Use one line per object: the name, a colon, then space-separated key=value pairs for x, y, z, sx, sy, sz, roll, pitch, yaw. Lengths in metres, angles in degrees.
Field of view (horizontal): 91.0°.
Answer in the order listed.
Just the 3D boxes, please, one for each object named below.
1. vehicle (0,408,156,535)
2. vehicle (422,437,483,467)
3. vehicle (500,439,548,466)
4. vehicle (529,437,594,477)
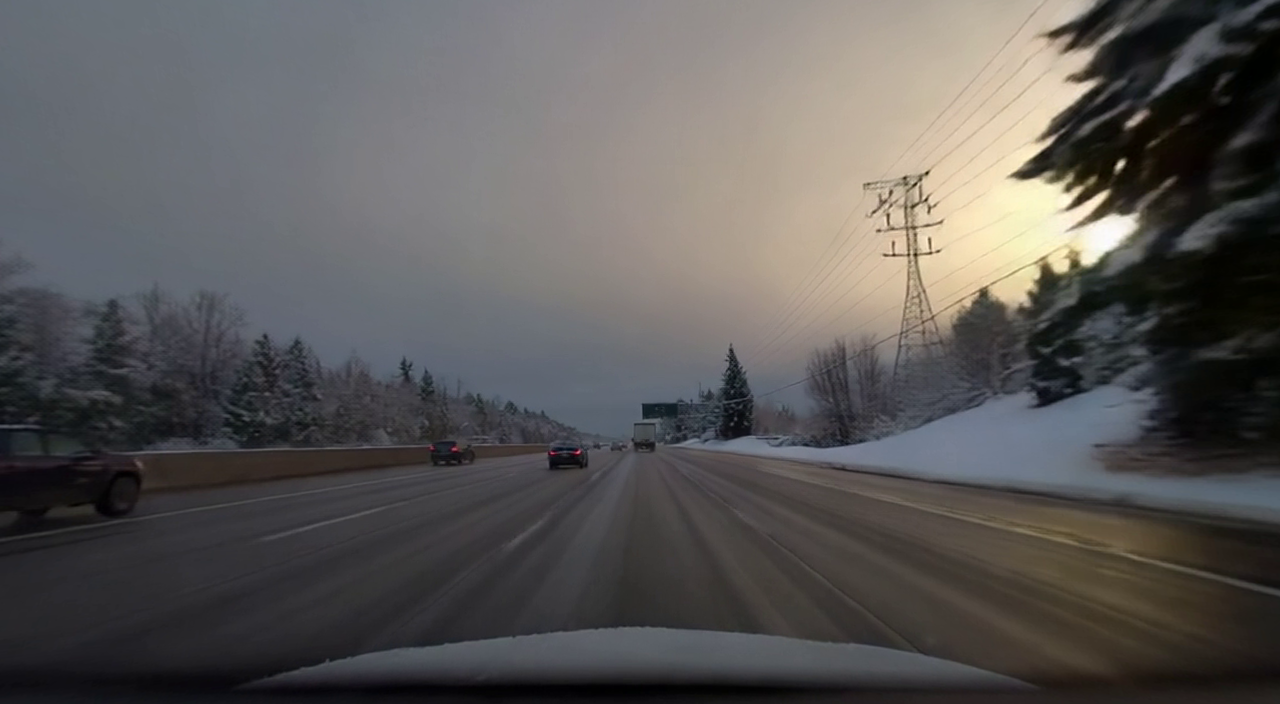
vehicle: x=-10.603 y=1.759 z=9.247 sx=2.310 sy=1.853 sz=5.817 roll=0 pitch=-9 yaw=1
vehicle: x=-10.842 y=5.823 z=36.790 sx=2.058 sy=1.621 sz=4.739 roll=0 pitch=-9 yaw=1
vehicle: x=-6.856 y=5.999 z=37.705 sx=1.946 sy=1.514 sz=4.687 roll=0 pitch=-9 yaw=1
vehicle: x=-3.189 y=4.429 z=26.719 sx=2.045 sy=1.532 sz=4.954 roll=0 pitch=-9 yaw=1
